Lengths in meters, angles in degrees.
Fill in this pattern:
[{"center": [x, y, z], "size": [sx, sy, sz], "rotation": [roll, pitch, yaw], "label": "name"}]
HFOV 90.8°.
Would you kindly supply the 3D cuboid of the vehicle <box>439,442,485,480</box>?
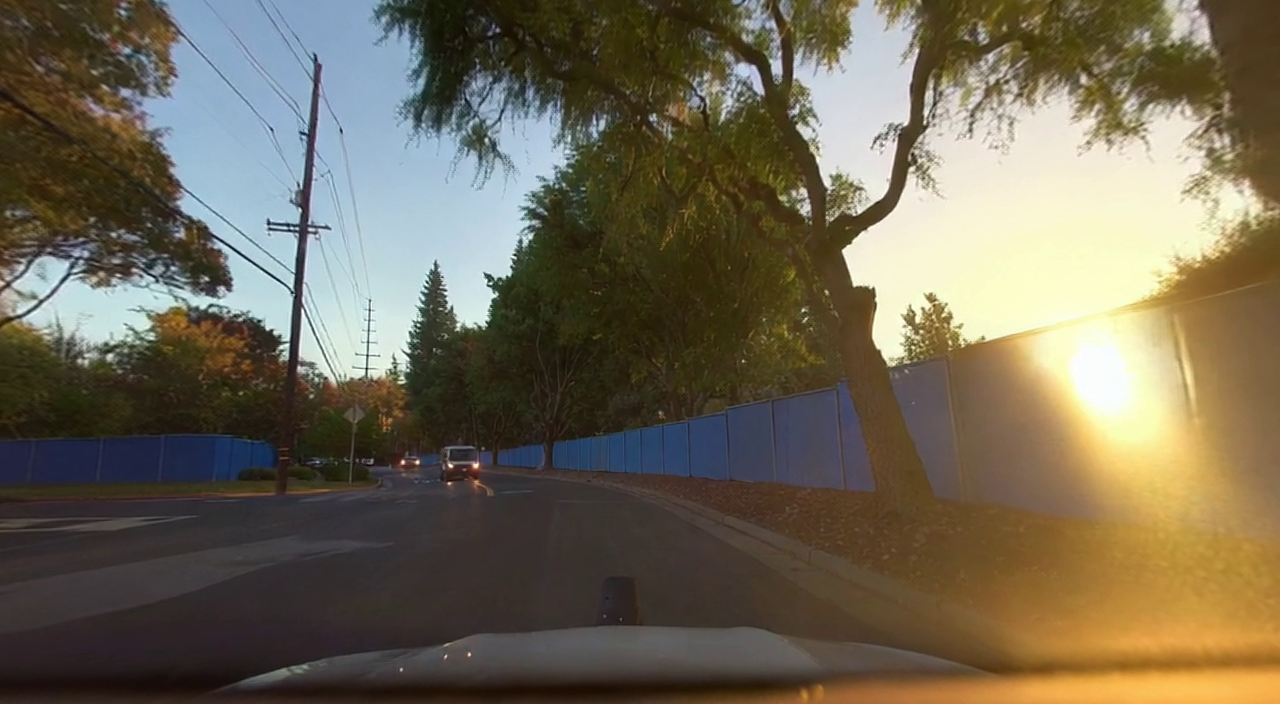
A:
[{"center": [-9.740, 5.920, 34.551], "size": [2.185, 1.901, 4.177], "rotation": [2, -9, -16], "label": "vehicle"}]
